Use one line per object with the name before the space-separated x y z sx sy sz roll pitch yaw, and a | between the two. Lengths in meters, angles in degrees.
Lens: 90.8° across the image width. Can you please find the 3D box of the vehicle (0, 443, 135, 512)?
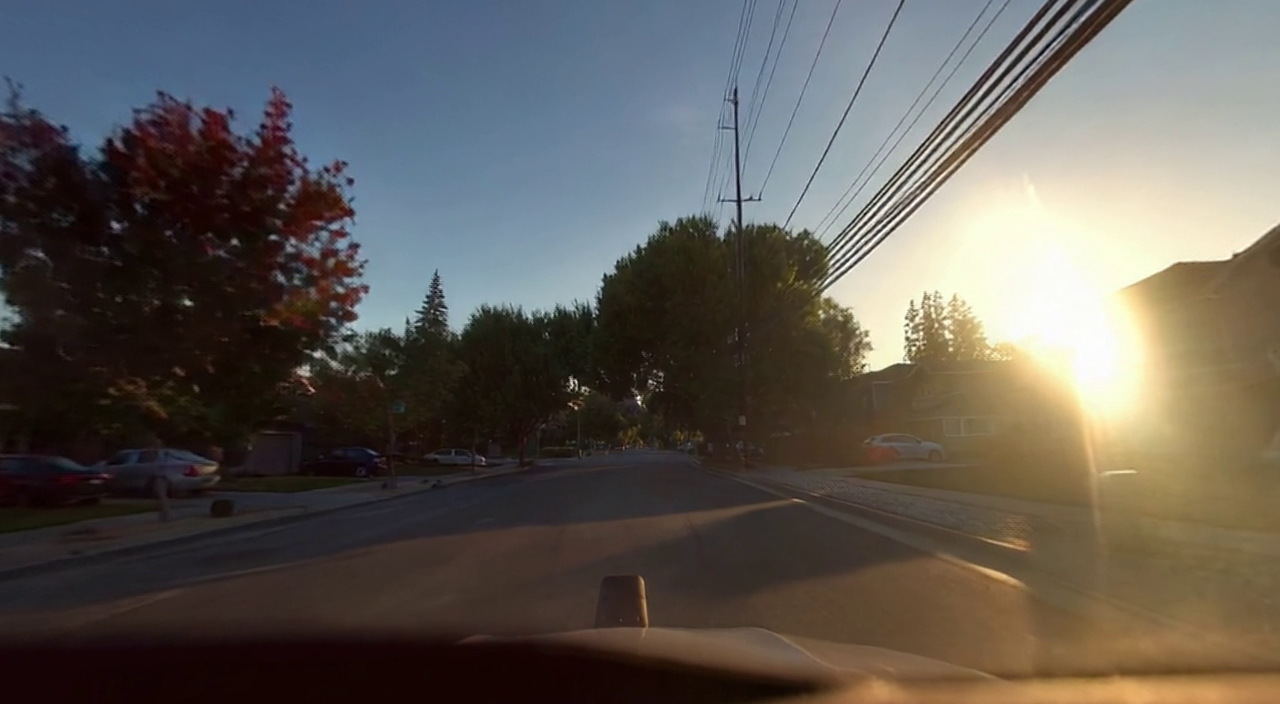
vehicle | -16.457 3.242 16.596 4.482 1.648 2.169 0 -9 1

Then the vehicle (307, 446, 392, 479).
vehicle | -14.994 5.711 33.008 1.978 1.586 5.192 0 -8 0

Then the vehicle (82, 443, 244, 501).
vehicle | -15.244 3.774 20.250 4.232 1.693 1.949 -3 -9 18

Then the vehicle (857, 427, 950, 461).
vehicle | 14.768 5.196 35.648 4.373 1.759 2.093 0 -10 6

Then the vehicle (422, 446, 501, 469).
vehicle | -12.489 7.407 44.390 4.893 1.567 2.105 -1 -8 6
